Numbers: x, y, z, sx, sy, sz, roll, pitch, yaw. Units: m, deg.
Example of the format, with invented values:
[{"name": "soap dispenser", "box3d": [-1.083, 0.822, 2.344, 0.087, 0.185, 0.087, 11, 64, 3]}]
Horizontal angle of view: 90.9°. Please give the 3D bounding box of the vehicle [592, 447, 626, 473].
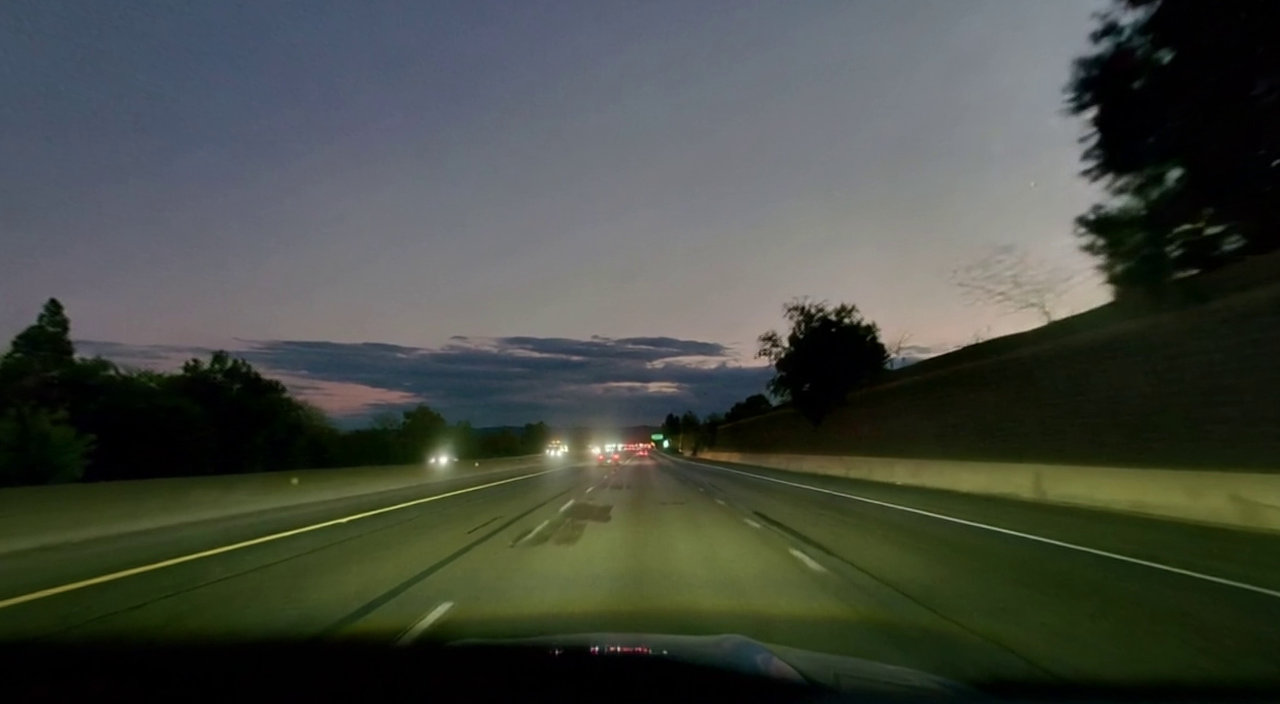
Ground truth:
[{"name": "vehicle", "box3d": [-1.924, 6.799, 39.864, 1.873, 1.529, 3.953, 0, -9, 1]}]
